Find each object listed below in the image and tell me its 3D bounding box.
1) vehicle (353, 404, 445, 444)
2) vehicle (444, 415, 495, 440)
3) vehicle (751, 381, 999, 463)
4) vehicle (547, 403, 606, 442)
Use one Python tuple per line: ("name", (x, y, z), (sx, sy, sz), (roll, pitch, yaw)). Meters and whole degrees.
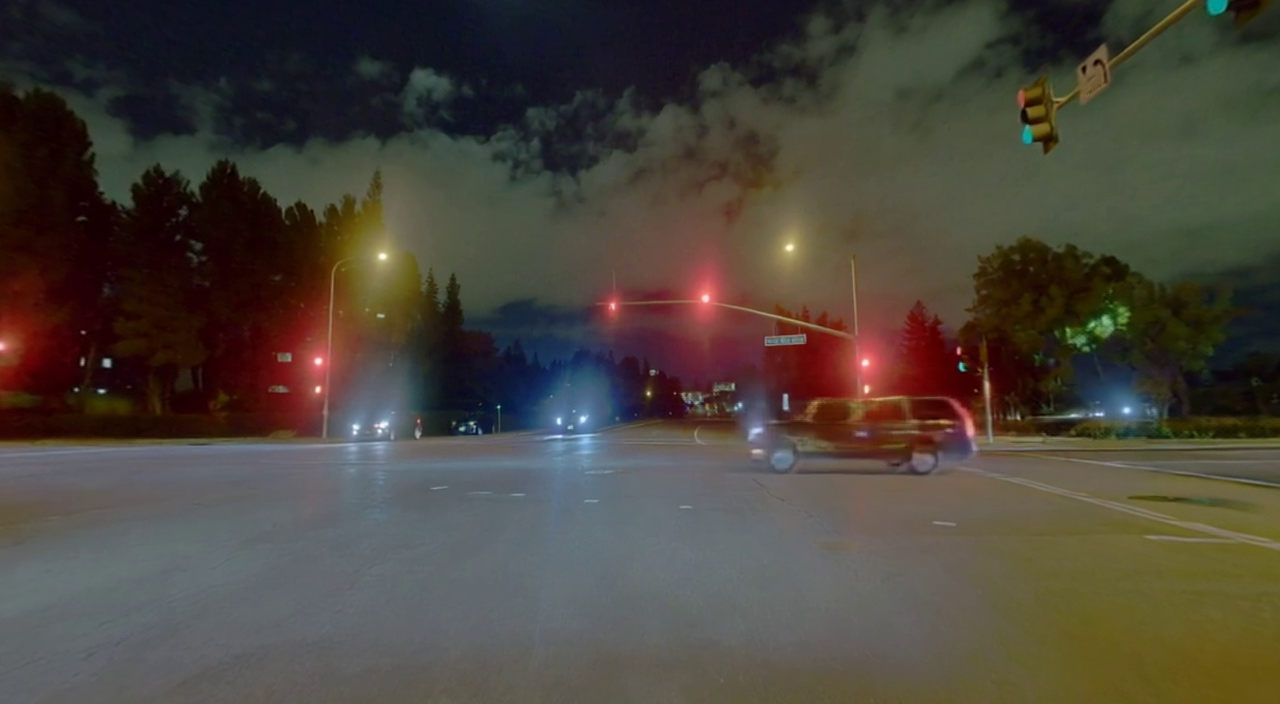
("vehicle", (-12.416, 3.865, 33.024), (2.340, 1.902, 4.920), (-1, -9, 8))
("vehicle", (-11.139, 5.001, 41.487), (1.899, 1.510, 4.294), (-1, -9, 4))
("vehicle", (5.666, 1.813, 15.951), (5.383, 1.870, 2.203), (-1, -9, 3))
("vehicle", (-3.314, 3.933, 34.344), (2.306, 1.907, 5.382), (-1, -9, 4))
